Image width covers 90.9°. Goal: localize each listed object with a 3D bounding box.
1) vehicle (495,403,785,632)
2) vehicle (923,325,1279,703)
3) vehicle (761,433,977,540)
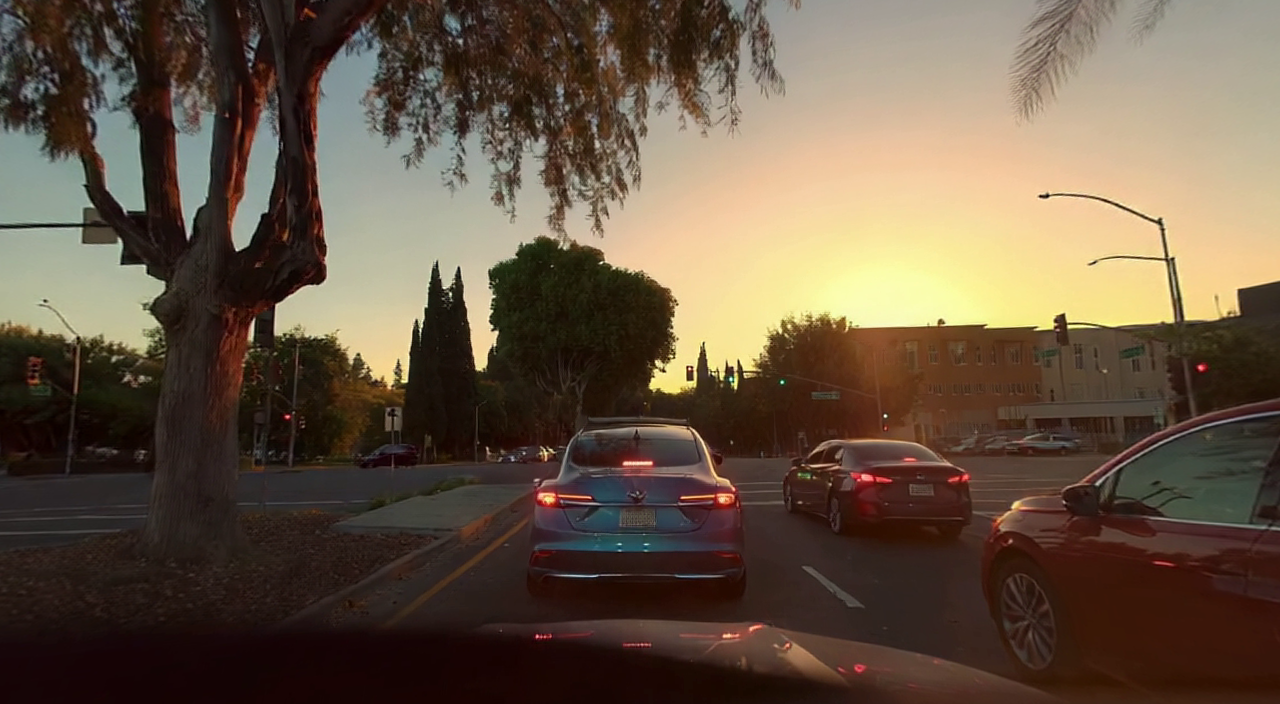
[{"bbox_3d":[-0.014,1.477,6.504,2.074,1.631,3.793,0,-9,0],"label":"vehicle"},{"bbox_3d":[3.725,0.934,3.422,2.162,1.829,4.519,0,-9,-1],"label":"vehicle"},{"bbox_3d":[3.696,2.258,11.299,2.054,1.482,4.654,0,-9,-1],"label":"vehicle"}]
